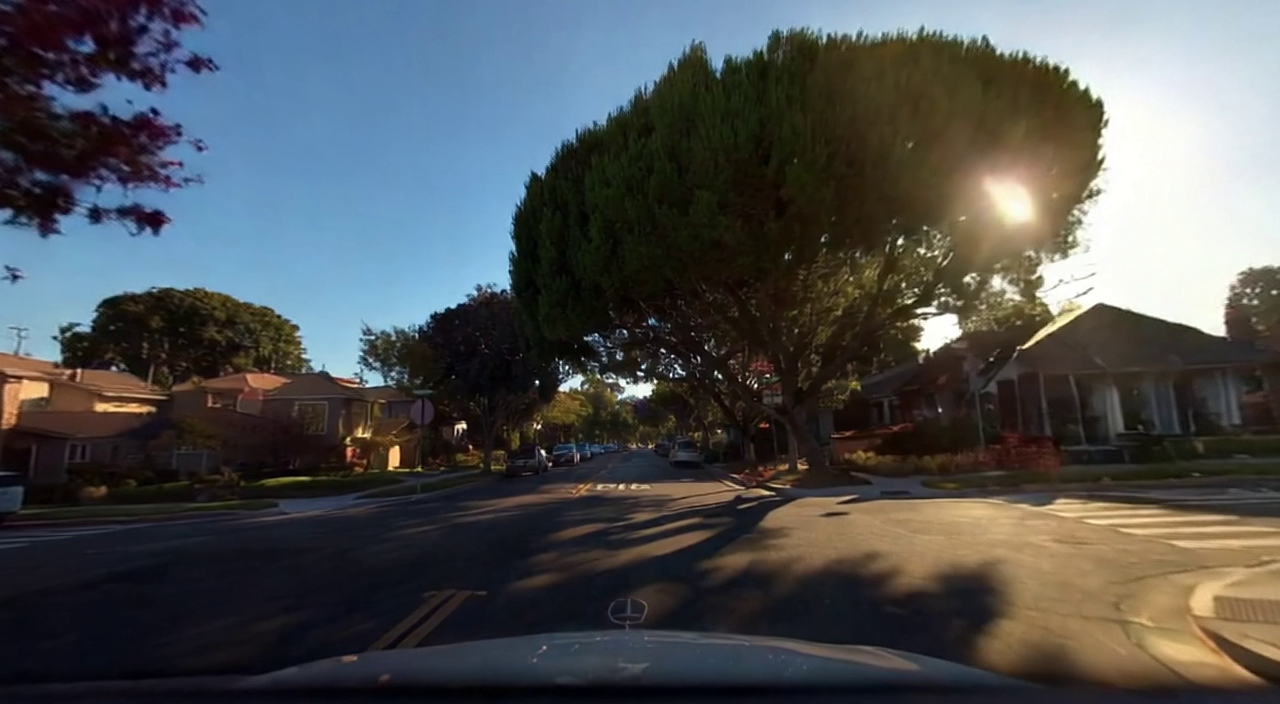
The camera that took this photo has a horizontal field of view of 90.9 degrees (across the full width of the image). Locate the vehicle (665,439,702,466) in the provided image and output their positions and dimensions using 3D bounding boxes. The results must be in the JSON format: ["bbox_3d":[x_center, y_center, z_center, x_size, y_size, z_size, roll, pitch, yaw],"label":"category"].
[{"bbox_3d":[2.931,6.887,43.475,2.220,1.753,3.862,0,-8,0],"label":"vehicle"}]
